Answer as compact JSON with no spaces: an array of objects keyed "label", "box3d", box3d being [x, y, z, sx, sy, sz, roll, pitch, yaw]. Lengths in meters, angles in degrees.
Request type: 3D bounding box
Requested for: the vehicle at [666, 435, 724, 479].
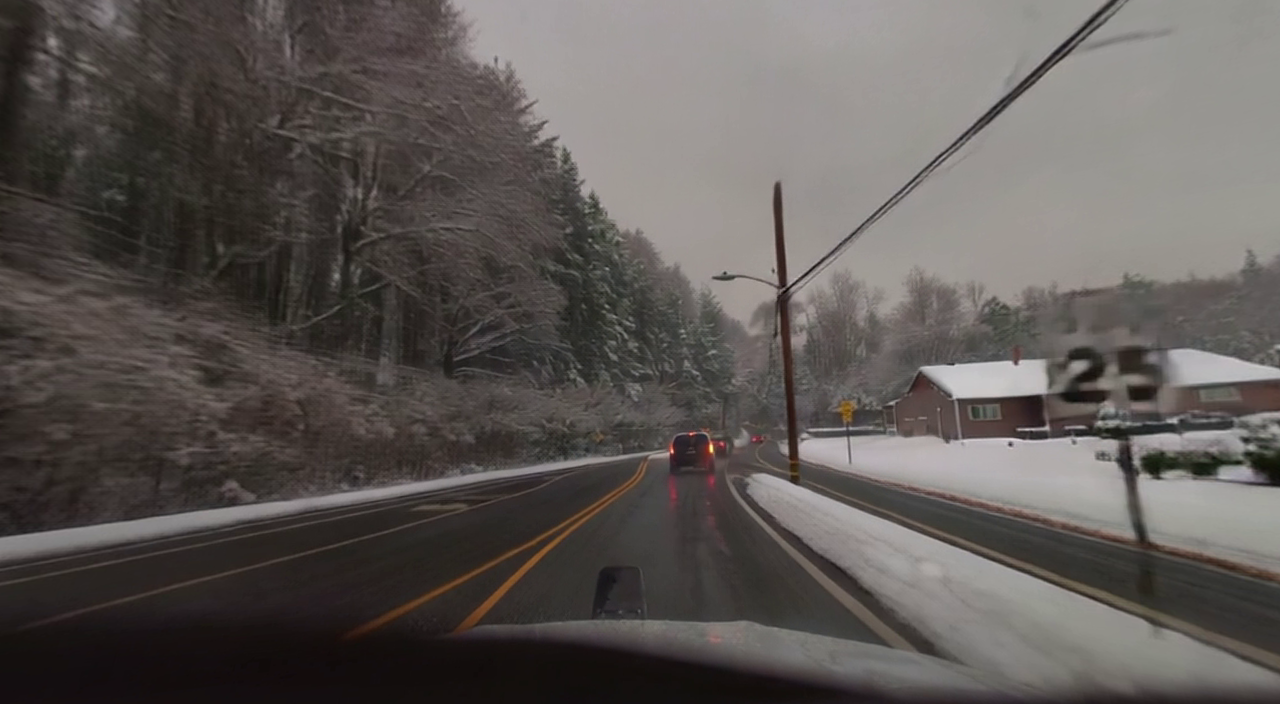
[{"label":"vehicle","box3d":[2.422,4.446,26.952,2.216,1.708,4.110,-1,-9,8]}]
